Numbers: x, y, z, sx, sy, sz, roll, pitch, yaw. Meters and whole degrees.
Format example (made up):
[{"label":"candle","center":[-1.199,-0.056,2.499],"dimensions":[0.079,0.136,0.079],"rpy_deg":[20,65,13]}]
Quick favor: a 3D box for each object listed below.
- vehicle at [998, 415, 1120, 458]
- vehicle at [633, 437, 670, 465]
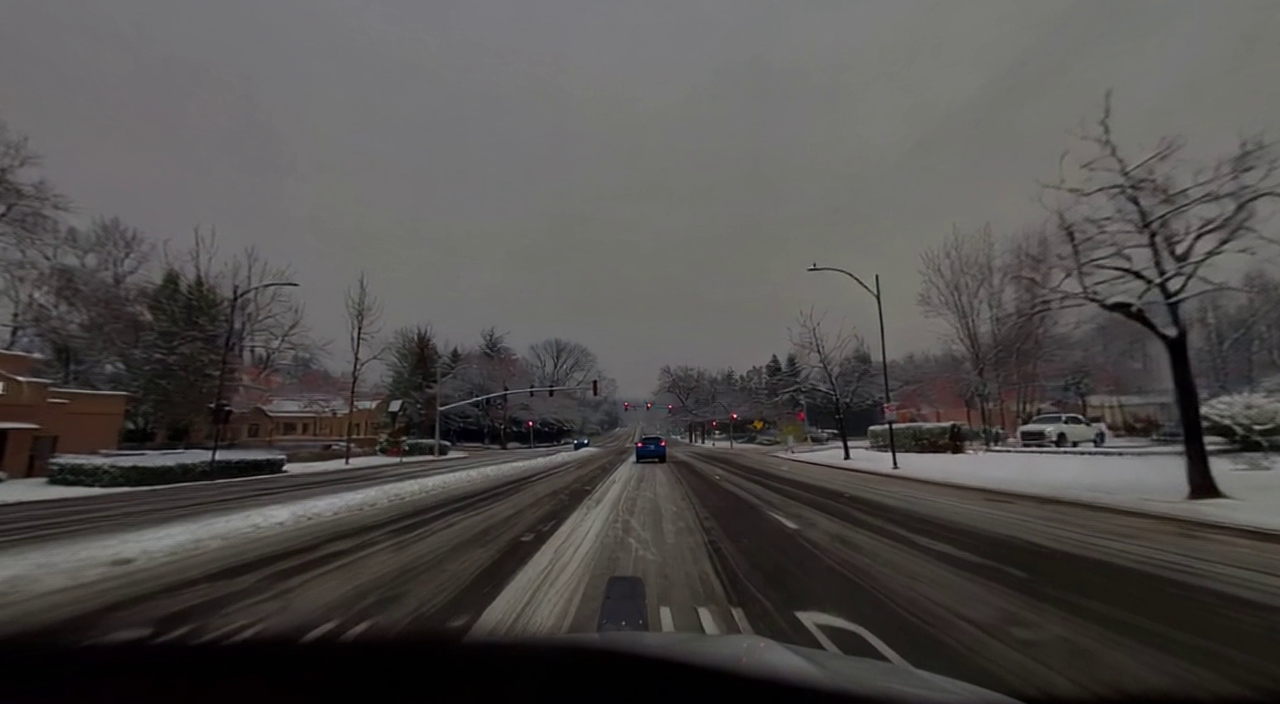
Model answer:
[{"label":"vehicle","center":[23.667,4.887,36.133],"dimensions":[2.647,2.185,6.556],"rpy_deg":[-1,-8,2]},{"label":"vehicle","center":[0.598,5.726,36.634],"dimensions":[2.028,1.478,4.545],"rpy_deg":[0,-8,-1]}]
